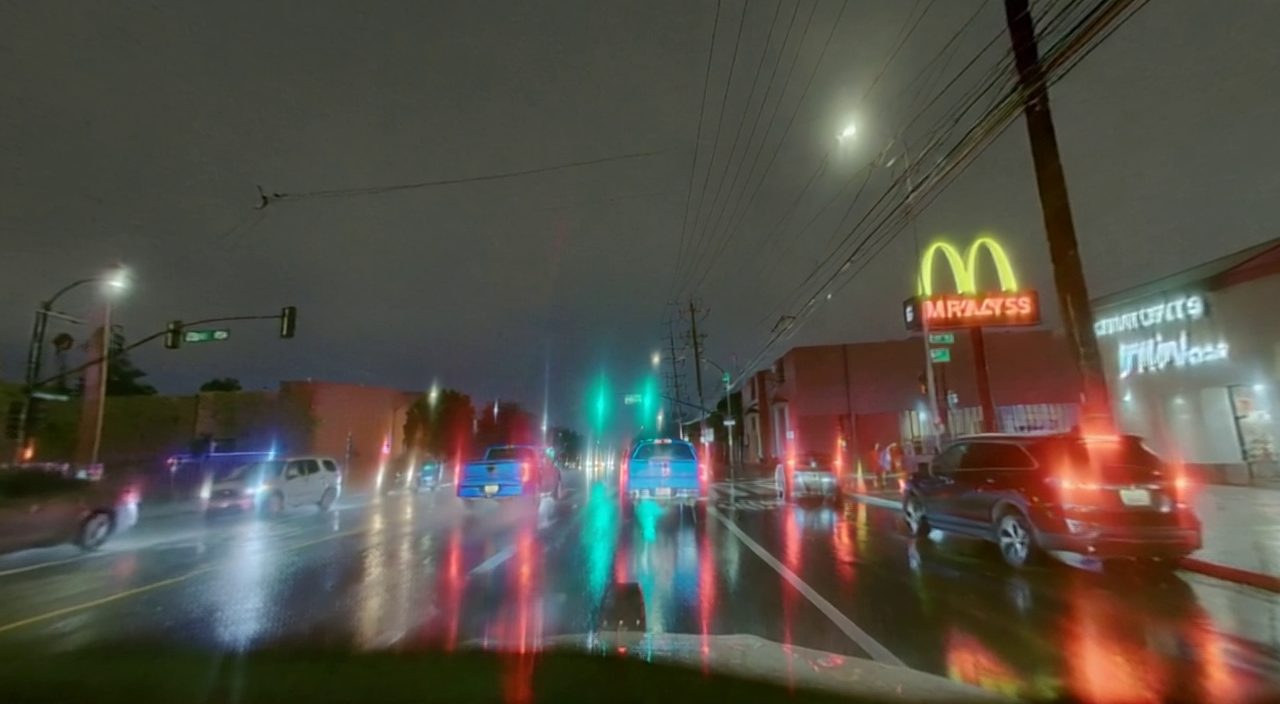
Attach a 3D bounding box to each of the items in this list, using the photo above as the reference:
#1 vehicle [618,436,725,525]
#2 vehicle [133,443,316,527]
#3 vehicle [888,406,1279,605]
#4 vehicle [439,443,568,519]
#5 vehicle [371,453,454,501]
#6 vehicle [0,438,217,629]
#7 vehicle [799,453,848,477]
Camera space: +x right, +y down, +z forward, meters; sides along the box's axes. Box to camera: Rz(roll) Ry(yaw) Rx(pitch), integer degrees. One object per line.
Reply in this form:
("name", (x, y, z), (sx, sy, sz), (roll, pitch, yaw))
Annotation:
("vehicle", (0.871, 2.885, 14.755), (2.089, 1.699, 4.650), (-1, -9, 6))
("vehicle", (-11.167, 3.546, 17.491), (2.133, 1.952, 4.856), (1, -9, -7))
("vehicle", (5.071, 1.777, 8.247), (1.974, 1.823, 4.576), (0, -9, 3))
("vehicle", (-3.107, 3.042, 15.459), (1.995, 1.554, 4.618), (0, -9, 2))
("vehicle", (-10.387, 5.692, 29.225), (2.081, 1.925, 5.632), (1, -9, -4))
("vehicle", (-6.250, 1.534, 5.480), (1.994, 1.551, 4.414), (0, -9, 1))
("vehicle", (13.313, 8.203, 45.987), (2.075, 1.556, 4.585), (1, -9, -1))
